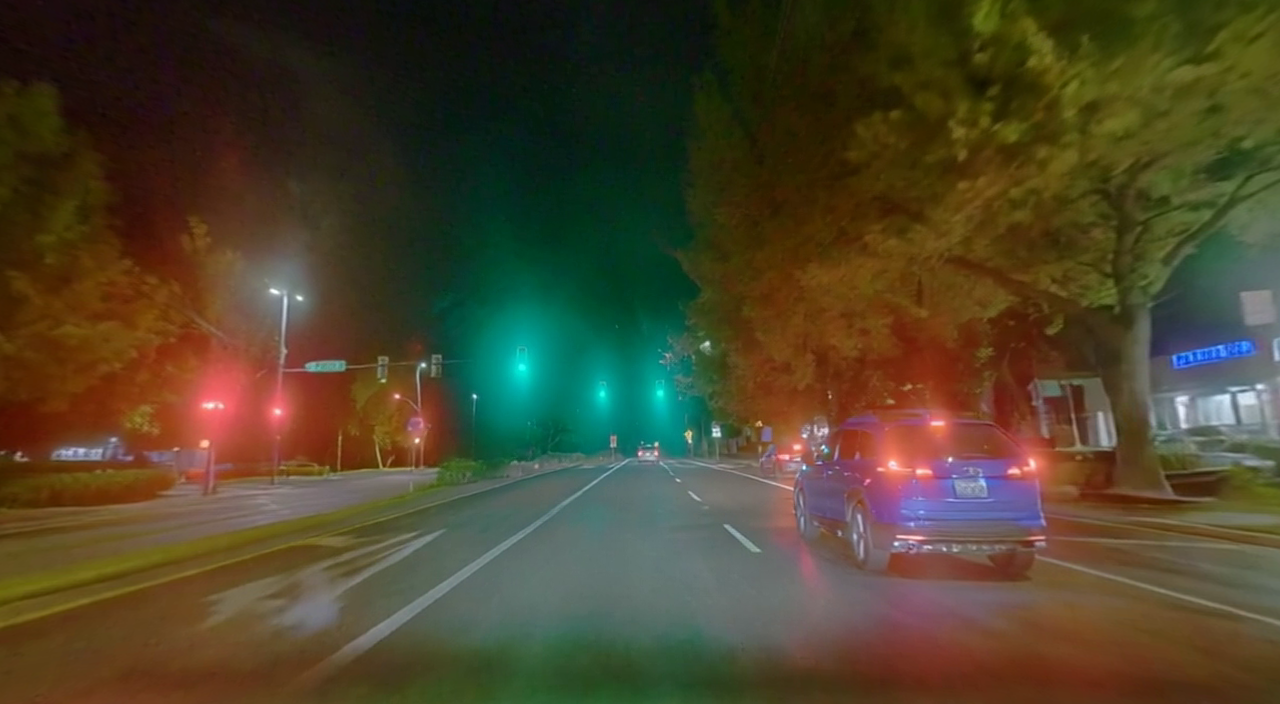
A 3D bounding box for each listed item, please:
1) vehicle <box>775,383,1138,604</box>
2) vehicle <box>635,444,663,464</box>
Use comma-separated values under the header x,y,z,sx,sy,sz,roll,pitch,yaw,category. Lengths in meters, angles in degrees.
x,y,z,sx,sy,sz,roll,pitch,yaw,category
3.172,1.526,7.617,2.033,1.865,4.360,0,-8,-1,vehicle
0.742,7.969,49.431,2.131,1.474,4.146,0,-8,1,vehicle
